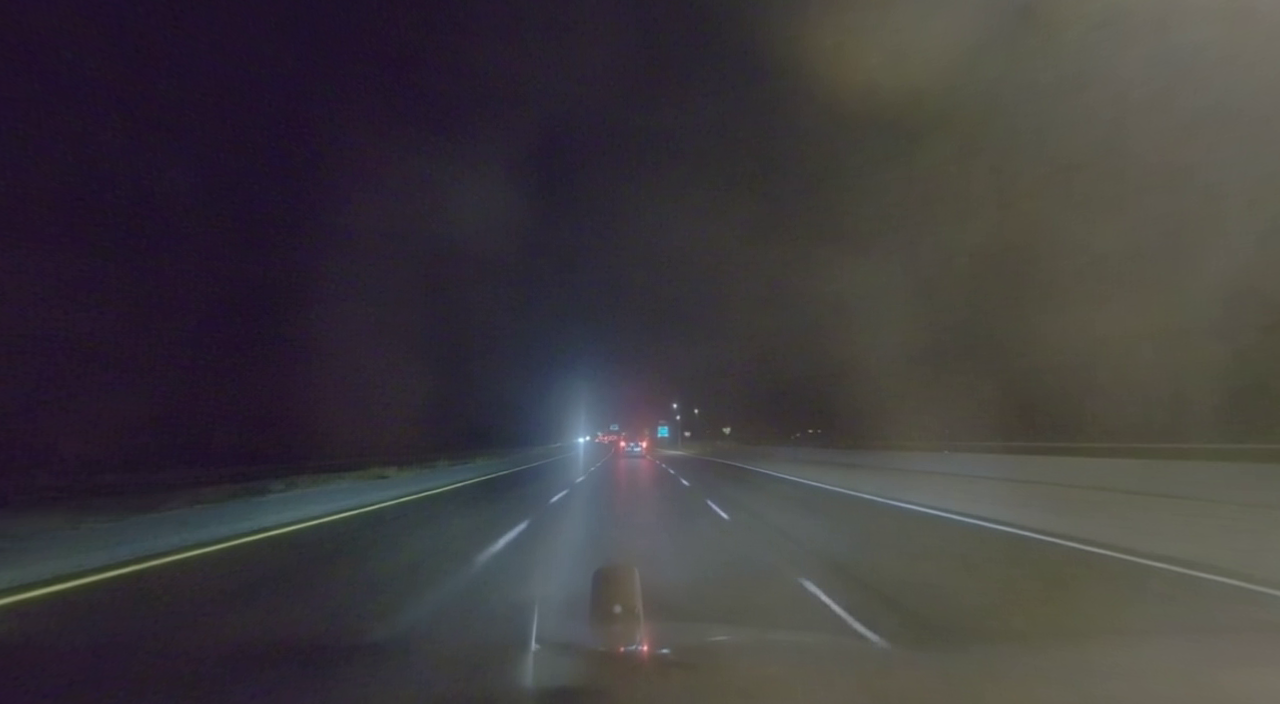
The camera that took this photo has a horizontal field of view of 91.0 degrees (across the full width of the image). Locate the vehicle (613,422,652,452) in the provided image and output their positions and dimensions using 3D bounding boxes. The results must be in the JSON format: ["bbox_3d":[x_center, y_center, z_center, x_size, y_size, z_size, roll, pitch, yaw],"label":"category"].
[{"bbox_3d":[-0.529,5.238,38.660,2.157,1.647,4.524,0,-8,-3],"label":"vehicle"}]
